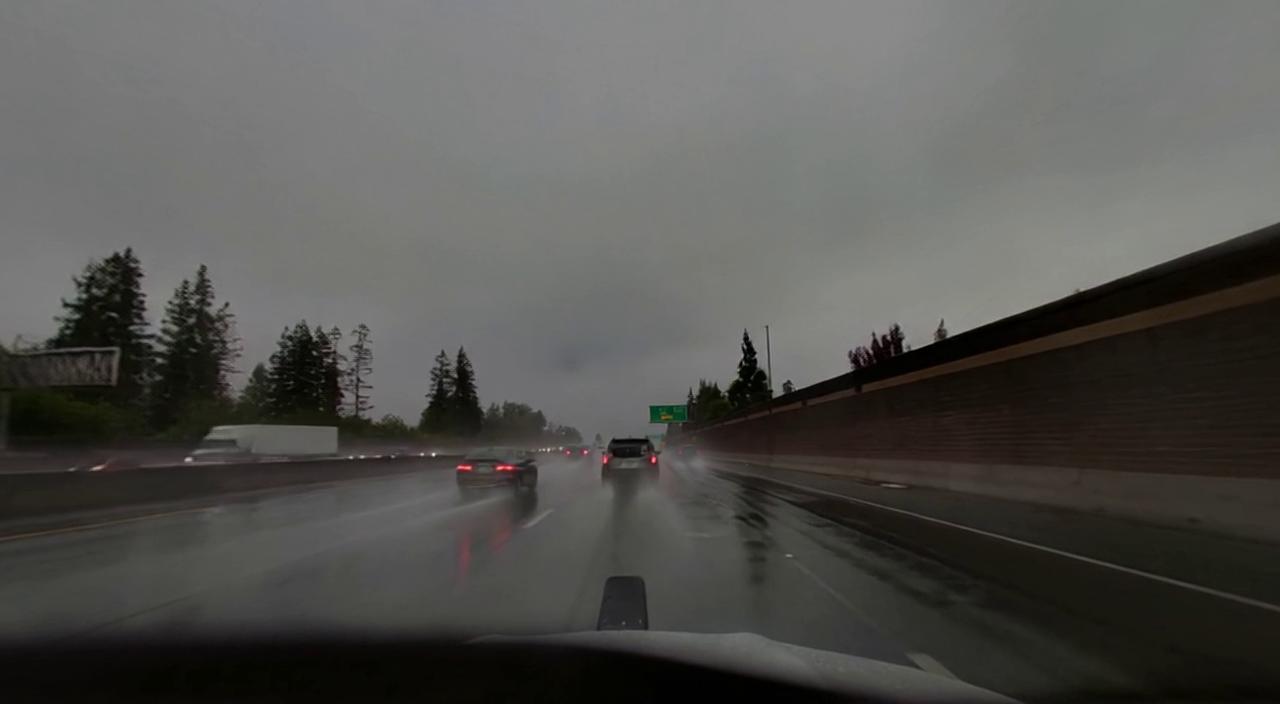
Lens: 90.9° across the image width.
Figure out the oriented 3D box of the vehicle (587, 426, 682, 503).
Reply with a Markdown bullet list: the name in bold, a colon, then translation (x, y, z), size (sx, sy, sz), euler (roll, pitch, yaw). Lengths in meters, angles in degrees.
- **vehicle**: translation (-0.127, 2.983, 17.082), size (2.233, 1.804, 4.273), euler (0, -9, 0)

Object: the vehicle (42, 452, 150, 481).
- **vehicle**: translation (-32.617, 6.861, 38.055), size (2.082, 1.608, 4.935), euler (0, -9, 1)

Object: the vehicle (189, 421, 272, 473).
- **vehicle**: translation (-28.852, 6.744, 44.659), size (2.860, 3.491, 4.129), euler (0, -9, 1)

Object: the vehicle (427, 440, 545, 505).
- **vehicle**: translation (-3.788, 3.037, 16.360), size (1.967, 1.442, 4.143), euler (0, -9, 1)
